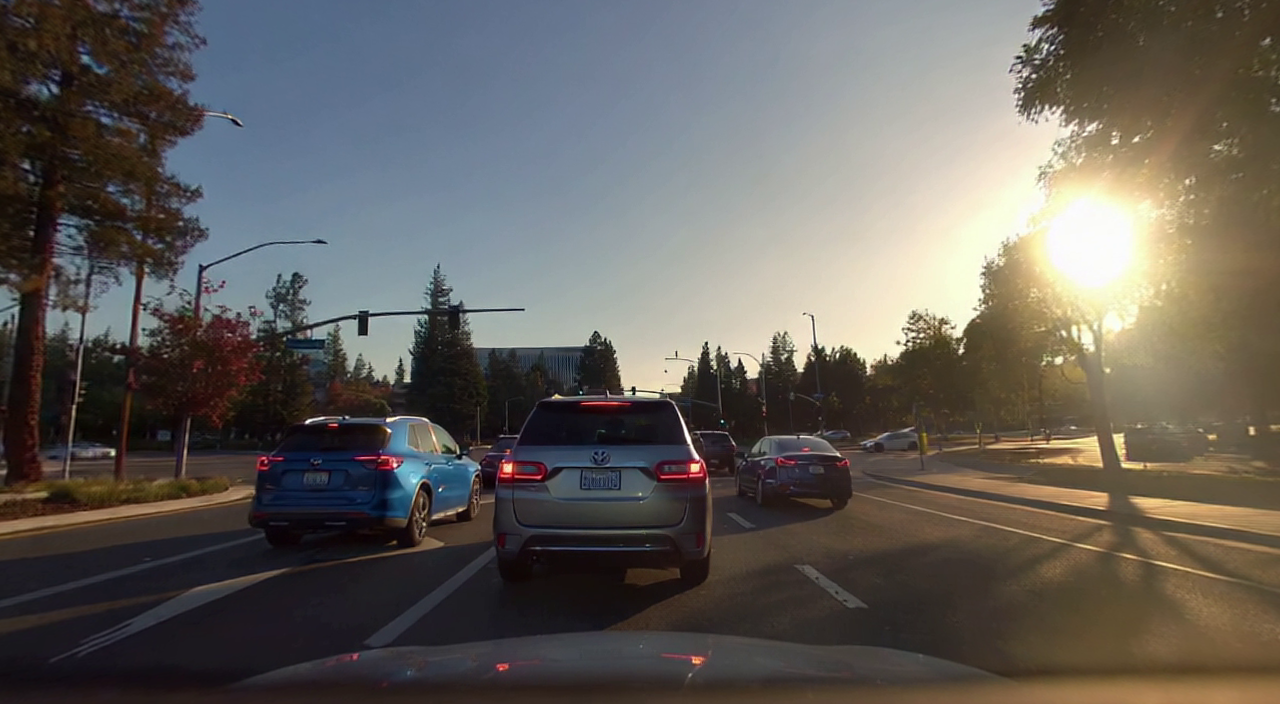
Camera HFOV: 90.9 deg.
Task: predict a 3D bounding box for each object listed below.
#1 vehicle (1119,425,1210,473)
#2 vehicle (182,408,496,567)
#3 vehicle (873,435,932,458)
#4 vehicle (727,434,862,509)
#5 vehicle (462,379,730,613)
[{"bbox_3d":[19.218,3.534,23.040,4.215,1.578,1.892,8,-12,-43],"label":"vehicle"},{"bbox_3d":[-3.722,1.771,9.022,2.160,1.666,4.583,0,-8,1],"label":"vehicle"},{"bbox_3d":[19.990,7.197,47.938,4.361,1.653,2.034,6,-10,-35],"label":"vehicle"},{"bbox_3d":[3.417,2.738,14.887,2.121,1.494,4.208,0,-8,0],"label":"vehicle"},{"bbox_3d":[-0.342,1.430,7.114,2.064,1.817,4.298,0,-8,0],"label":"vehicle"}]
